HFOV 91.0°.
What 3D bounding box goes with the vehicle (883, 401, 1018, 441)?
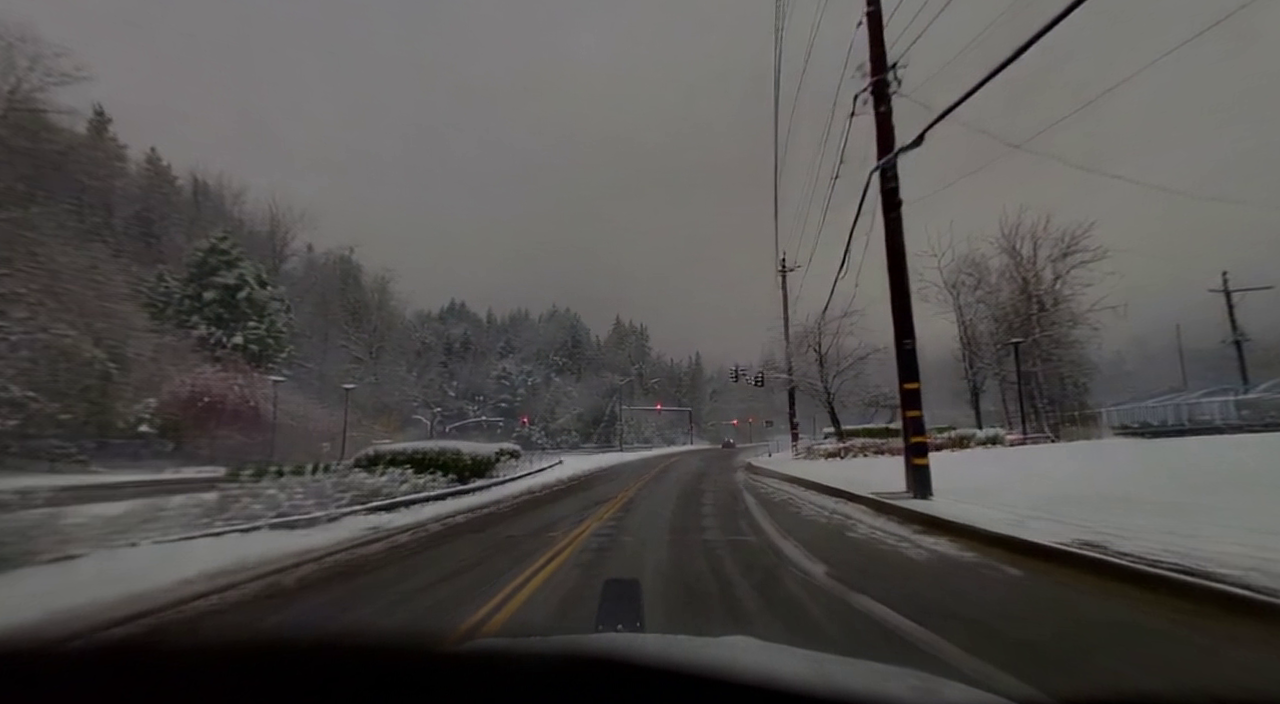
[{"bbox_3d":[15.787,3.596,32.384,5.745,1.902,2.244,-1,-9,11],"label":"vehicle"}]
